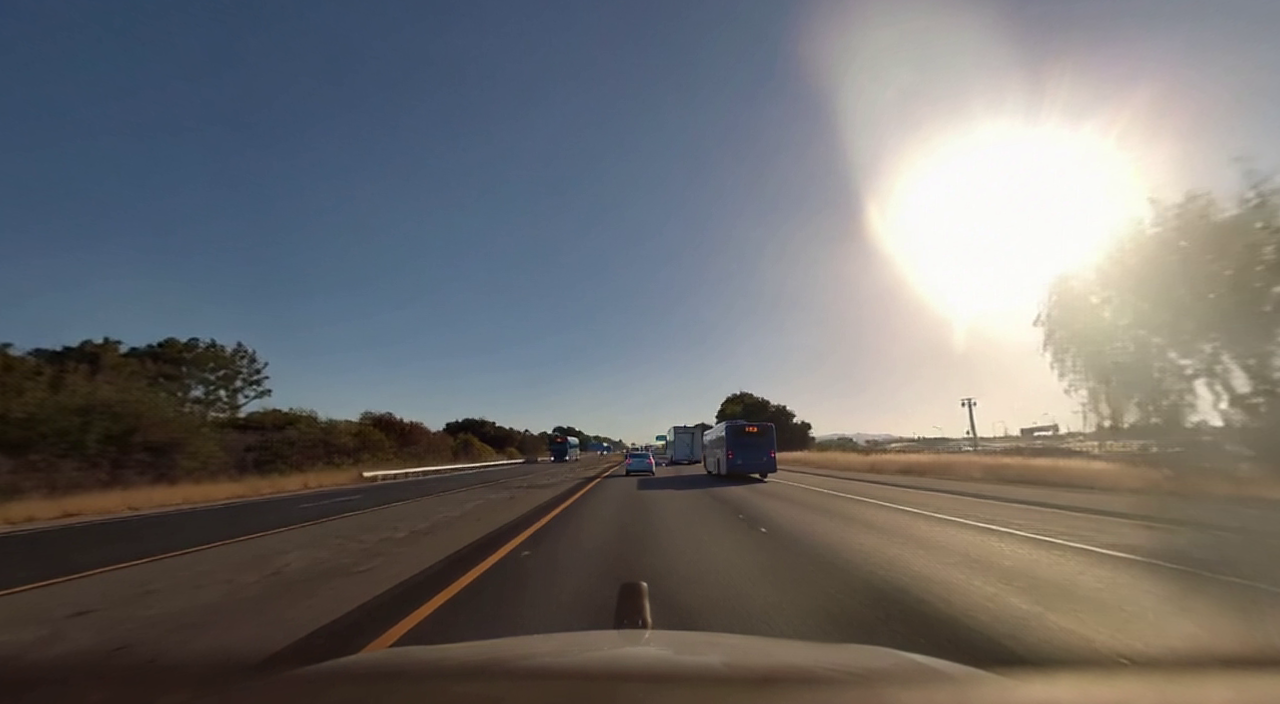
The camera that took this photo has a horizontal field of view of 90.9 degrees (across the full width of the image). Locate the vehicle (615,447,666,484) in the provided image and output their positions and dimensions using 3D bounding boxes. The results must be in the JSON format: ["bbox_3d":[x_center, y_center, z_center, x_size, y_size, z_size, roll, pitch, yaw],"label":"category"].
[{"bbox_3d":[-0.016,4.750,26.598,2.004,1.449,3.817,0,-9,-1],"label":"vehicle"}]

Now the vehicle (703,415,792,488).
[{"bbox_3d":[4.100,4.000,25.347,2.440,2.555,5.957,0,-9,-1],"label":"vehicle"}]
